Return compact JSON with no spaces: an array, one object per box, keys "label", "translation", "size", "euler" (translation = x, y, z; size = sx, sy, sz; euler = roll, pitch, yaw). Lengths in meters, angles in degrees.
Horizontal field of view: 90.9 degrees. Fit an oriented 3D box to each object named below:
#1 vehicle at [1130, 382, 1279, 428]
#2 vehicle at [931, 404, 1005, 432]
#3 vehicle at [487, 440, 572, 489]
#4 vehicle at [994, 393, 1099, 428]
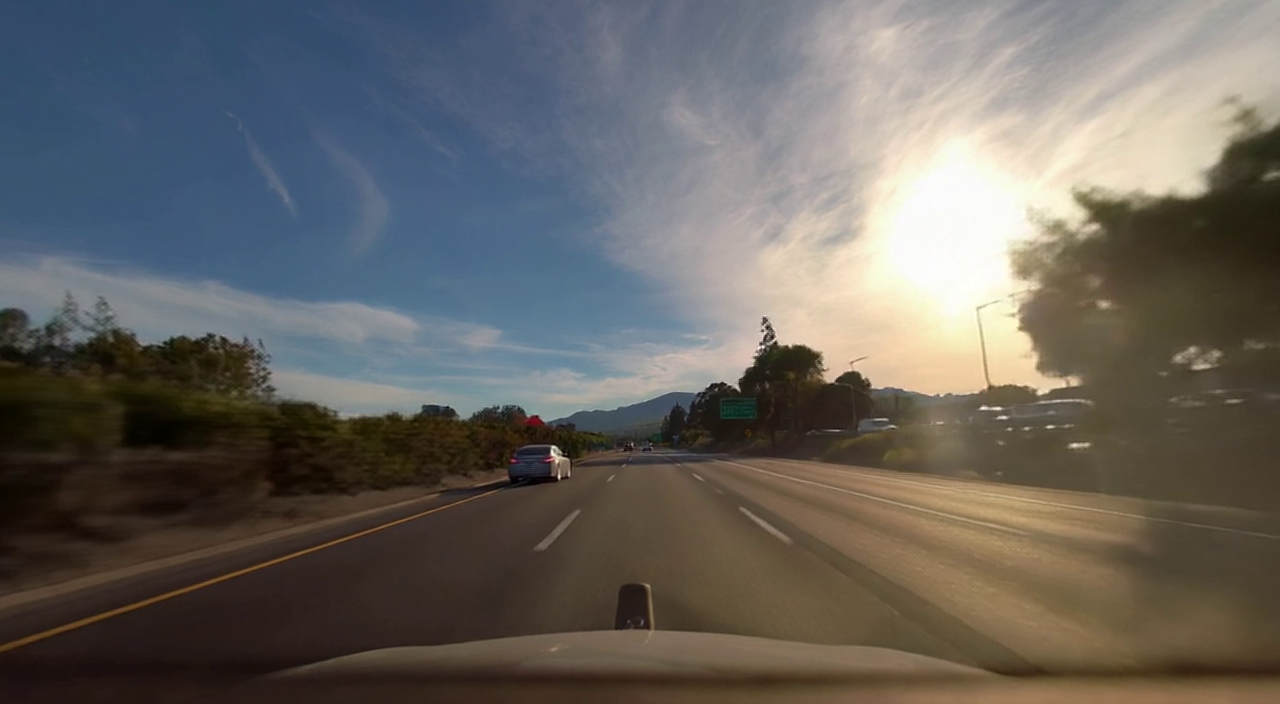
[{"label":"vehicle","translation":[20.511,1.980,22.897],"size":[4.100,1.427,1.794],"euler":[-6,-10,35]},{"label":"vehicle","translation":[22.155,4.505,42.684],"size":[4.214,1.476,1.936],"euler":[-7,-14,25]},{"label":"vehicle","translation":[-3.661,3.818,21.811],"size":[2.021,1.526,4.385],"euler":[0,-8,2]},{"label":"vehicle","translation":[21.405,3.159,33.373],"size":[4.459,1.642,1.856],"euler":[-5,-10,30]}]
